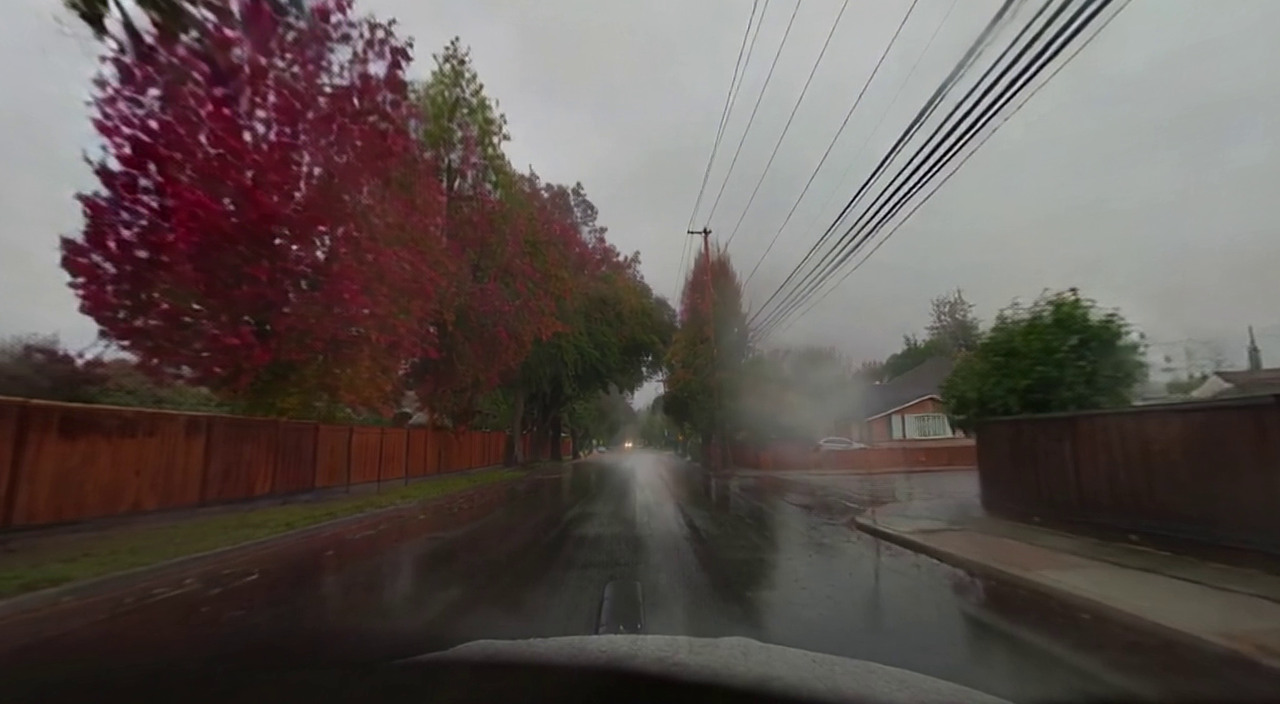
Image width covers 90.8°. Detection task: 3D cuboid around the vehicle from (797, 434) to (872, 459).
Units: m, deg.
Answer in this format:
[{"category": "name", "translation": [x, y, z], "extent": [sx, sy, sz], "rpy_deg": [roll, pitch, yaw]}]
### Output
[{"category": "vehicle", "translation": [12.425, 6.108, 40.666], "extent": [4.286, 1.525, 2.219], "rpy_deg": [-2, -9, 10]}]
